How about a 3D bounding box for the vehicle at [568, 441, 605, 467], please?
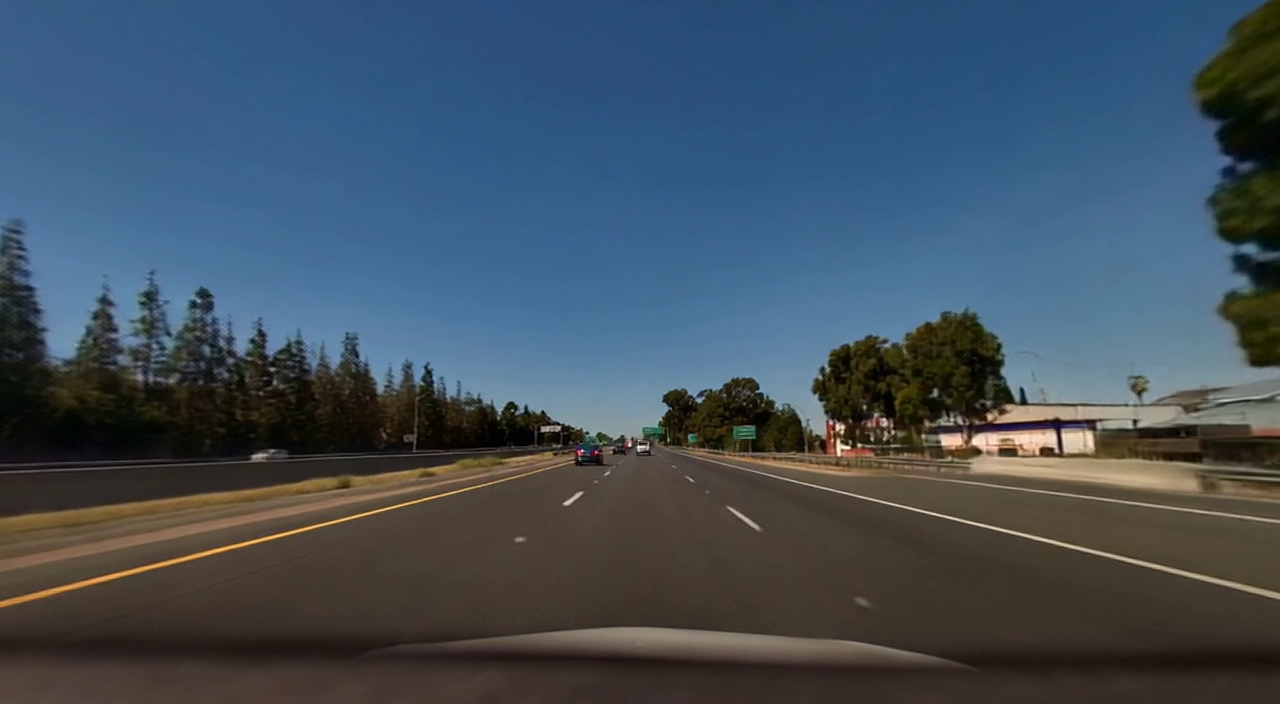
[{"bbox_3d":[-3.374,6.557,40.494,2.015,1.557,4.229,0,-9,1],"label":"vehicle"}]
